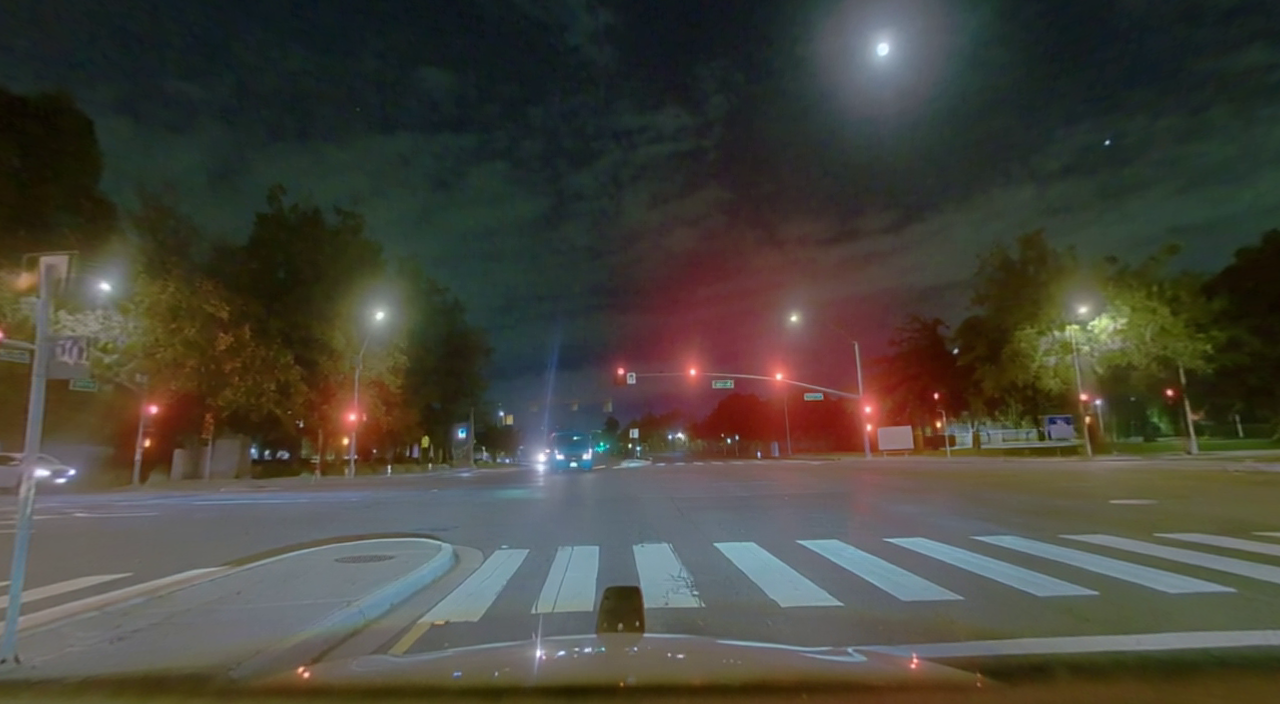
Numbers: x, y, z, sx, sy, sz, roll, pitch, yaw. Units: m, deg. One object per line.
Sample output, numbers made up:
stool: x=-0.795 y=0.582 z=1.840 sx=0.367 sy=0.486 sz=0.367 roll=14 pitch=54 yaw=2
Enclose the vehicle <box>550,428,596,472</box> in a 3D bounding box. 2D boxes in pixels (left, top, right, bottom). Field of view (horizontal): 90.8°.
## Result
vehicle: x=-4.045 y=5.756 z=37.343 sx=2.465 sy=2.404 sz=5.791 roll=1 pitch=-8 yaw=-8
